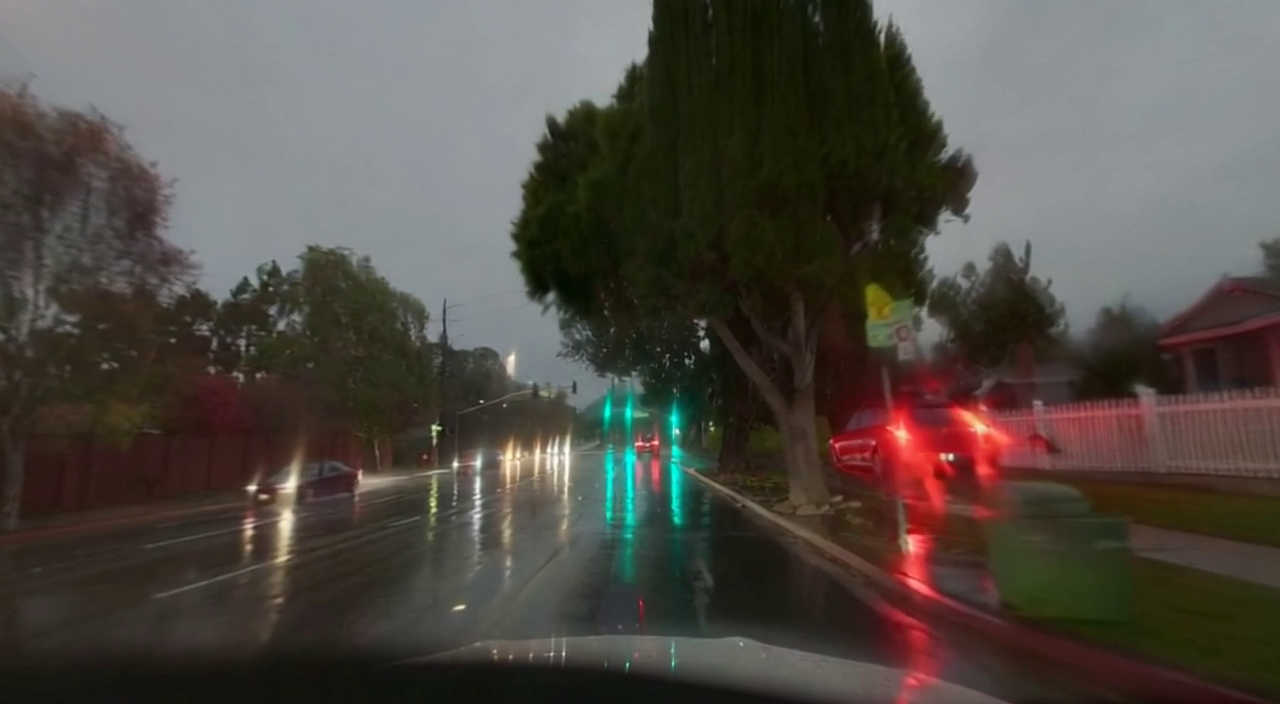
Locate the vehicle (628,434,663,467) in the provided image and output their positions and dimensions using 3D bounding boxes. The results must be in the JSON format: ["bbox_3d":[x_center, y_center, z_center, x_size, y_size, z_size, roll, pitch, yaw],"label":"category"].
[{"bbox_3d":[0.339,6.112,39.191,2.059,1.908,4.714,0,-8,0],"label":"vehicle"}]

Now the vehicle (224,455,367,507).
[{"bbox_3d":[-11.803,4.416,22.062,2.176,1.528,4.750,-1,-8,3],"label":"vehicle"}]

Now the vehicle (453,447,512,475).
[{"bbox_3d":[-10.269,7.132,41.488,2.297,1.566,4.908,-3,-9,5],"label":"vehicle"}]

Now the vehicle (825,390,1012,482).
[{"bbox_3d":[7.944,2.592,19.104,2.531,2.263,6.802,0,-9,0],"label":"vehicle"}]
